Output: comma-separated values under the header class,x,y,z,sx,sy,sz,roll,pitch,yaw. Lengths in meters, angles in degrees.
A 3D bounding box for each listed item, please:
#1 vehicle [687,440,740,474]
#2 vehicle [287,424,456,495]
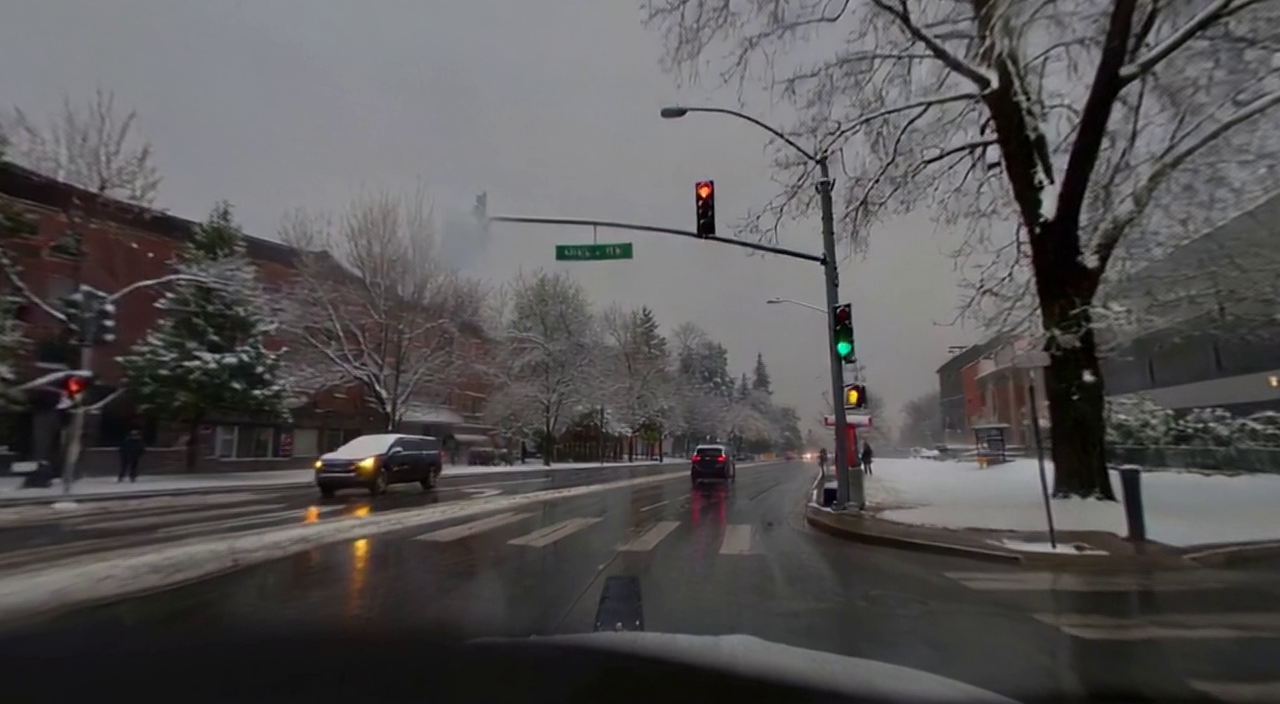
class,x,y,z,sx,sy,sz,roll,pitch,yaw
vehicle,4.162,5.793,34.984,2.101,1.721,4.364,-2,-9,18
vehicle,-7.207,2.950,17.606,2.017,1.684,4.483,-1,-9,13
